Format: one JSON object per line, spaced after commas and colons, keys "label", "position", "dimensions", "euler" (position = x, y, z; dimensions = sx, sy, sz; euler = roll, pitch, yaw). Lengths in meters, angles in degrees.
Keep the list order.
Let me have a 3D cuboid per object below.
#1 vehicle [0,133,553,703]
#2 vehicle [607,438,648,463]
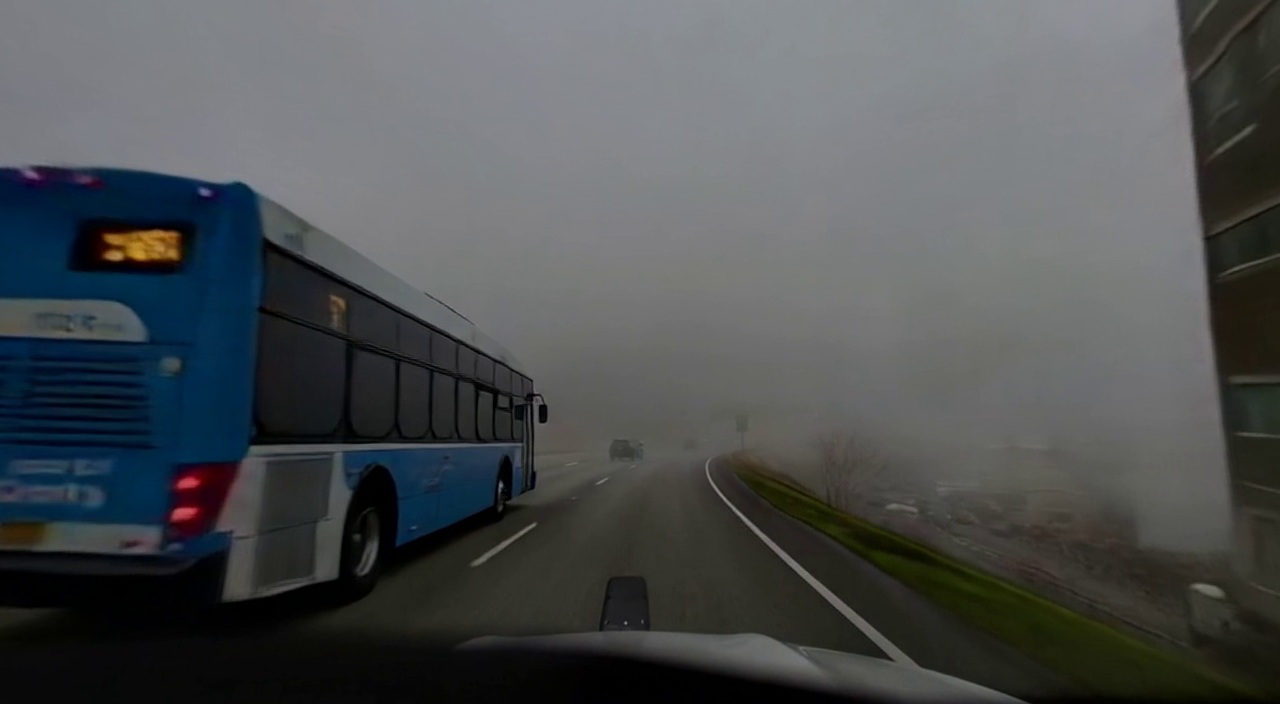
{"label": "vehicle", "position": [-3.146, 0.946, 7.292], "dimensions": [2.888, 2.944, 8.373], "euler": [-1, -9, 2]}
{"label": "vehicle", "position": [-0.720, 6.292, 40.306], "dimensions": [1.928, 1.455, 4.361], "euler": [-2, -9, 8]}
